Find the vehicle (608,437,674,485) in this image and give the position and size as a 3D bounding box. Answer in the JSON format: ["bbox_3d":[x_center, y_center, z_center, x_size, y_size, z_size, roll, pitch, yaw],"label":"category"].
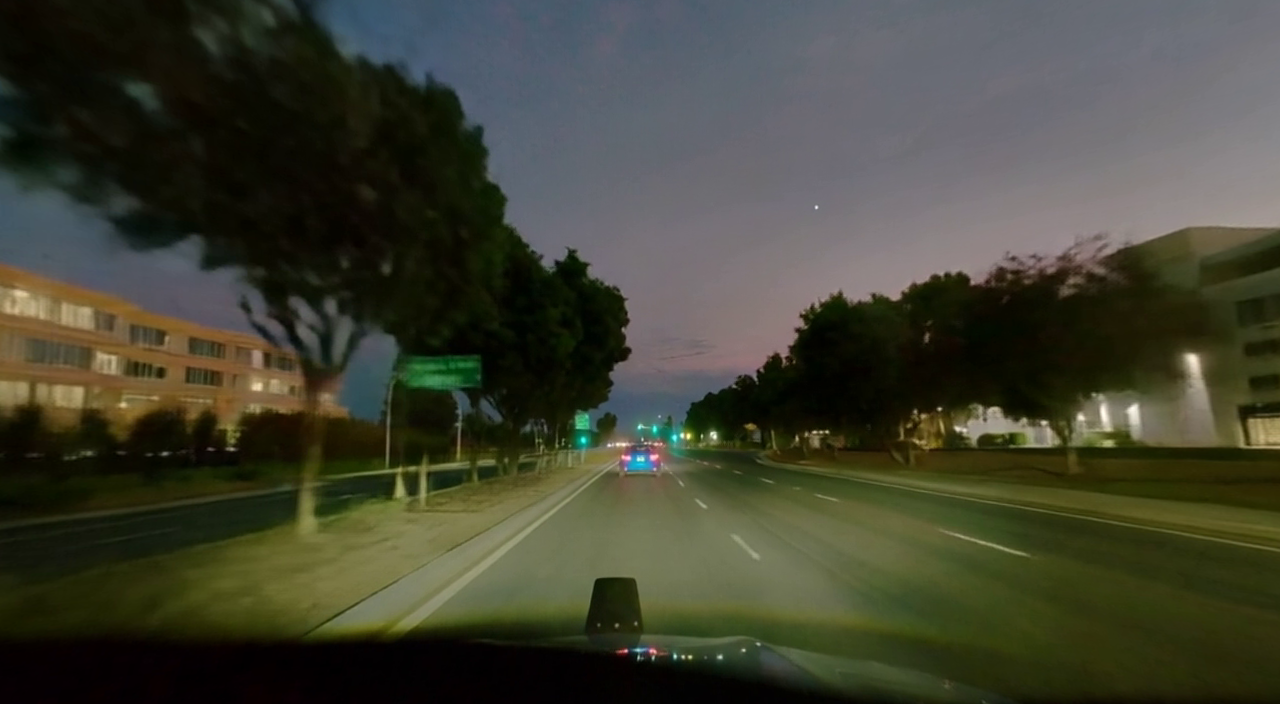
[{"bbox_3d":[-0.007,3.730,21.990,2.042,1.479,4.601,0,-8,-1],"label":"vehicle"}]
